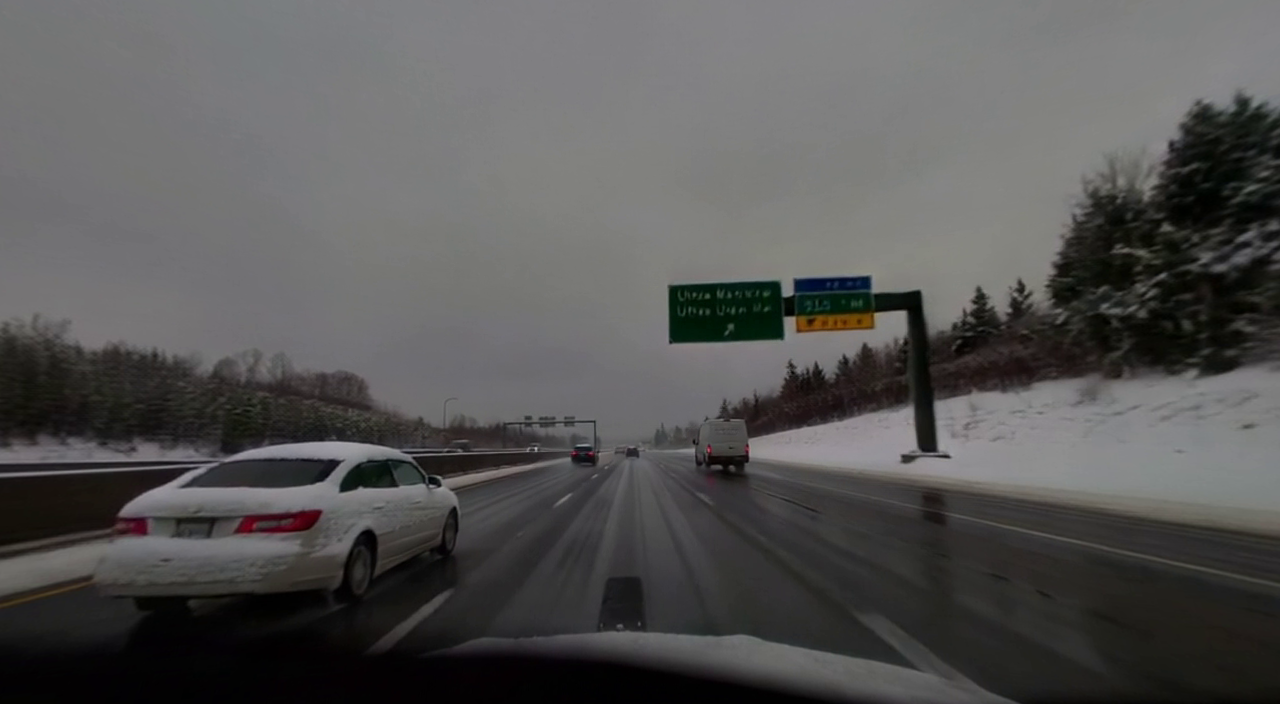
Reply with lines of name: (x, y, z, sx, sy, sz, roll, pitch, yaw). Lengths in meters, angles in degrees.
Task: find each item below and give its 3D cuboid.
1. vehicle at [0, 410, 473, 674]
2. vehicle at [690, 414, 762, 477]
vehicle: (-3.239, 1.482, 6.112, 1.939, 1.513, 4.773, 0, -9, 0)
vehicle: (3.818, 4.356, 29.277, 2.361, 2.636, 5.684, 0, -9, -1)
